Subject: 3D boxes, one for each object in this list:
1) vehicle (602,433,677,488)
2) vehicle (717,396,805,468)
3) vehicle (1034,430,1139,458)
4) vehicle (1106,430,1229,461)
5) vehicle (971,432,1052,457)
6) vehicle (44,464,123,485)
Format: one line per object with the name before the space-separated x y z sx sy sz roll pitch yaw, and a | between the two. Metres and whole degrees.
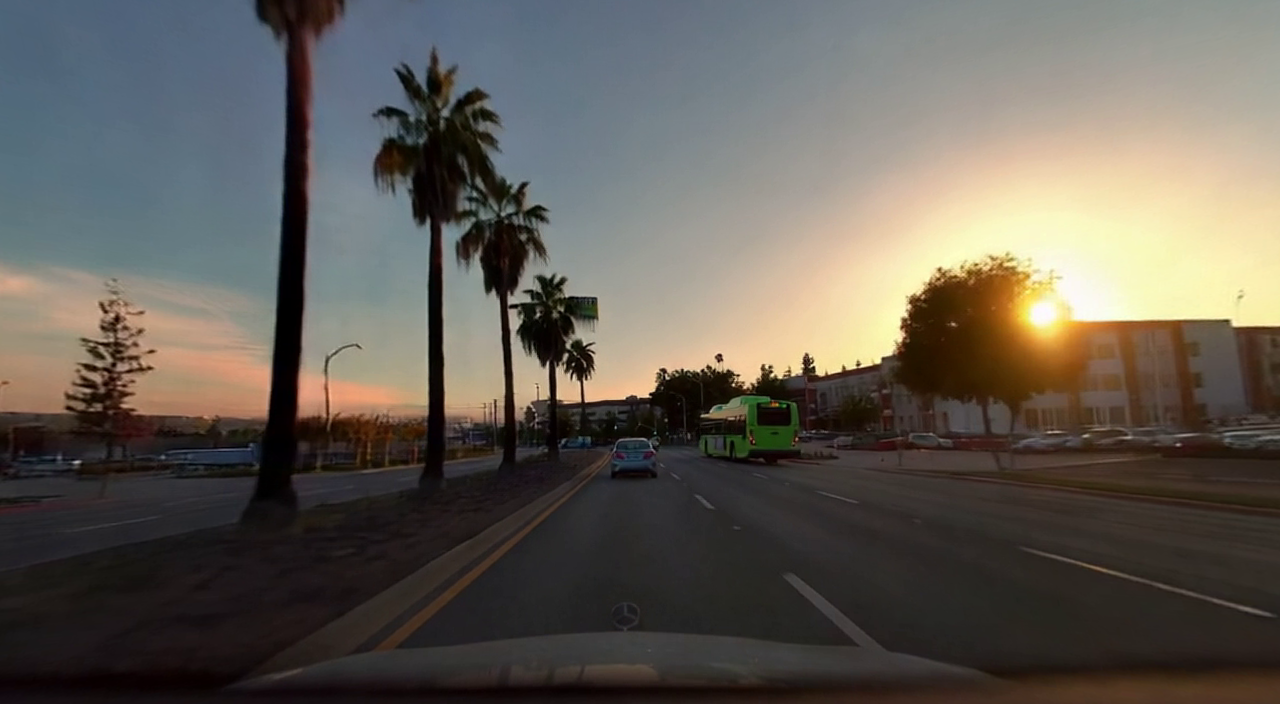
vehicle | -0.039 3.303 19.544 2.065 1.477 4.306 0 -9 -1
vehicle | 6.290 4.467 34.619 2.795 3.383 9.287 0 -9 -1
vehicle | 25.225 5.231 35.789 4.492 1.492 1.855 0 -9 0
vehicle | 25.742 4.566 30.950 4.319 1.444 1.888 0 -9 -1
vehicle | 25.242 6.306 43.007 4.260 1.455 1.767 -3 -8 2
vehicle | -43.779 9.630 49.777 1.714 1.415 4.313 -7 -11 39
